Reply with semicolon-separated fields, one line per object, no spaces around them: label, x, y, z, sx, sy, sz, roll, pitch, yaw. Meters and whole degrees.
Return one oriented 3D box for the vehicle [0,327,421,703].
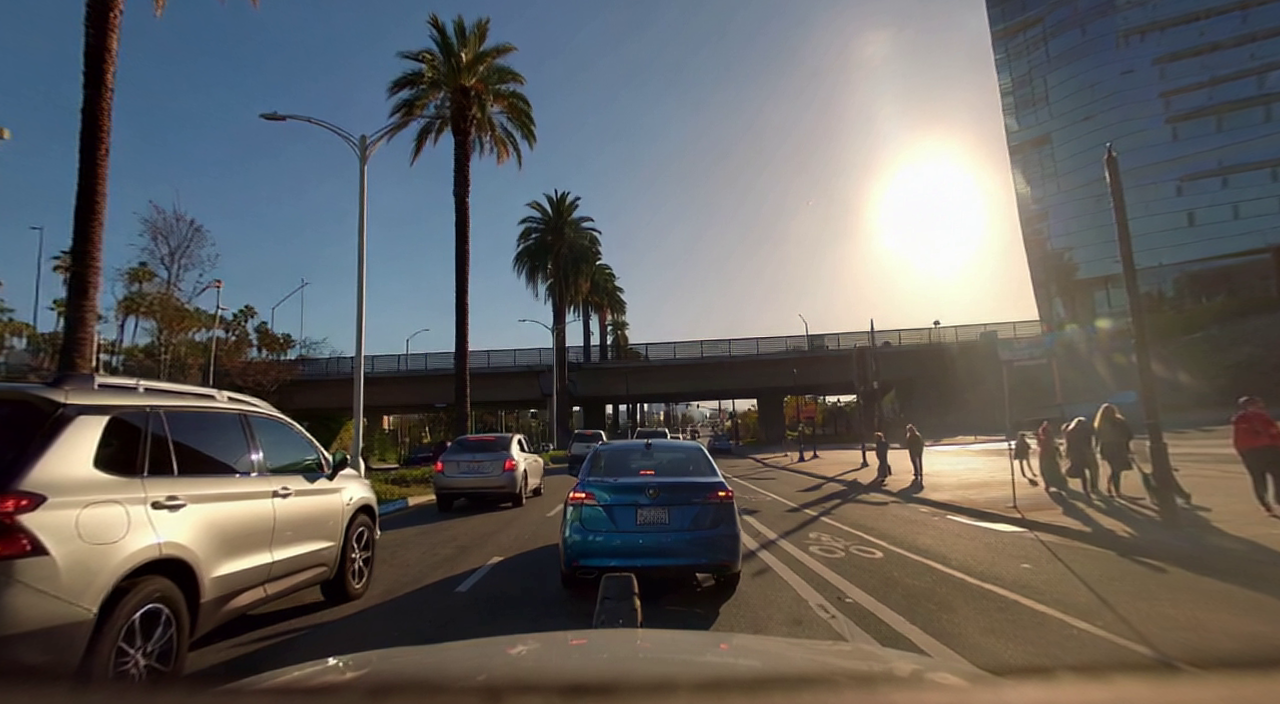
vehicle;-3.260;1.070;4.127;2.014;1.740;4.359;0;-9;1

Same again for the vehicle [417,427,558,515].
vehicle;-3.148;2.556;14.001;1.955;1.637;4.032;0;-9;2

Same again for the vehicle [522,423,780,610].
vehicle;0.062;1.614;7.139;2.036;1.461;4.129;0;-8;-1
